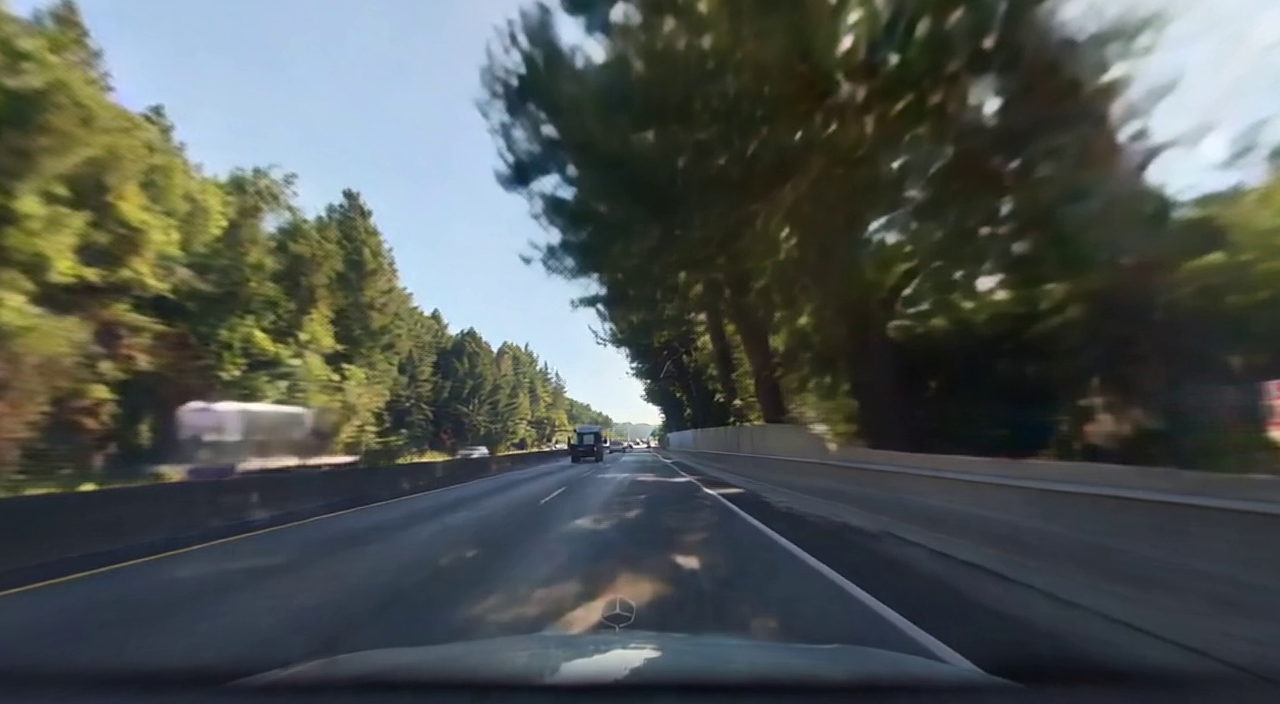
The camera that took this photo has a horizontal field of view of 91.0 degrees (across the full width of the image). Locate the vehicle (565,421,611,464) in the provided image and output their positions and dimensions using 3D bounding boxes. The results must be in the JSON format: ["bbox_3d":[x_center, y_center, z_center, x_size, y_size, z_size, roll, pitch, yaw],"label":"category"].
[{"bbox_3d":[-3.368,6.050,42.002,2.484,2.625,5.907,-1,-8,0],"label":"vehicle"}]
